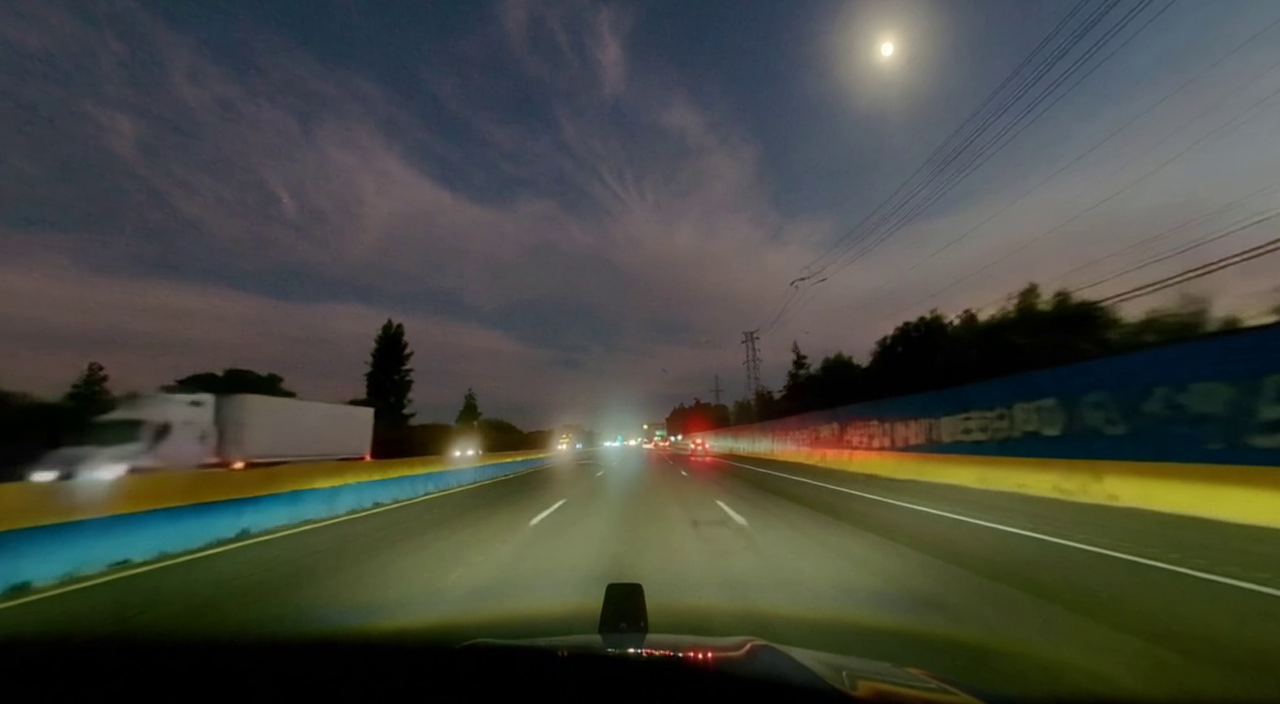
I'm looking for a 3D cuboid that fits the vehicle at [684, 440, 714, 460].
[{"bbox_3d":[4.572,7.696,49.388,1.991,1.494,3.951,0,-8,0],"label":"vehicle"}]

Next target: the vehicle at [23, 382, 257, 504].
[{"bbox_3d":[-18.907,3.556,24.667,3.012,4.030,7.276,-1,-9,0],"label":"vehicle"}]
